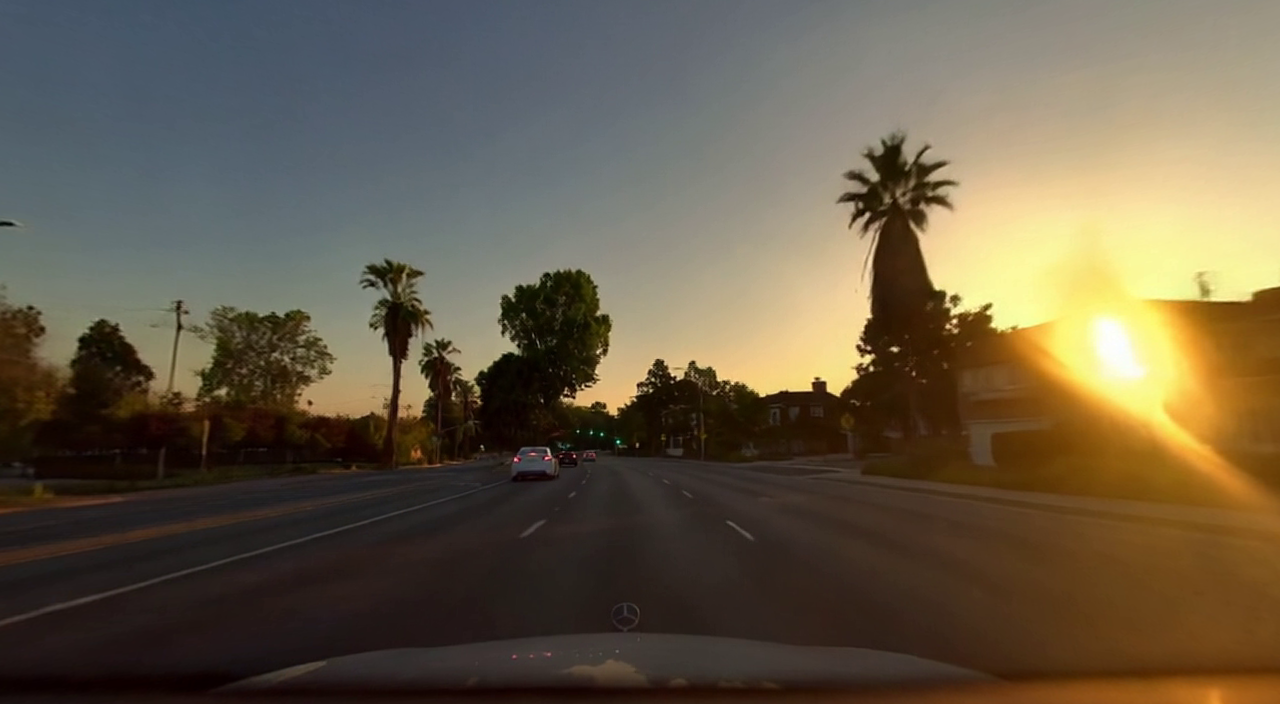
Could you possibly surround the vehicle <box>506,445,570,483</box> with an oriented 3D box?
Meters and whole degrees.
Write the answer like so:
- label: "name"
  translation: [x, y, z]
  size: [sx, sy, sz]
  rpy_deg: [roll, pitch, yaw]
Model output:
- label: "vehicle"
  translation: [-4.211, 4.684, 26.834]
  size: [2.108, 1.475, 4.555]
  rpy_deg: [0, -8, -2]
